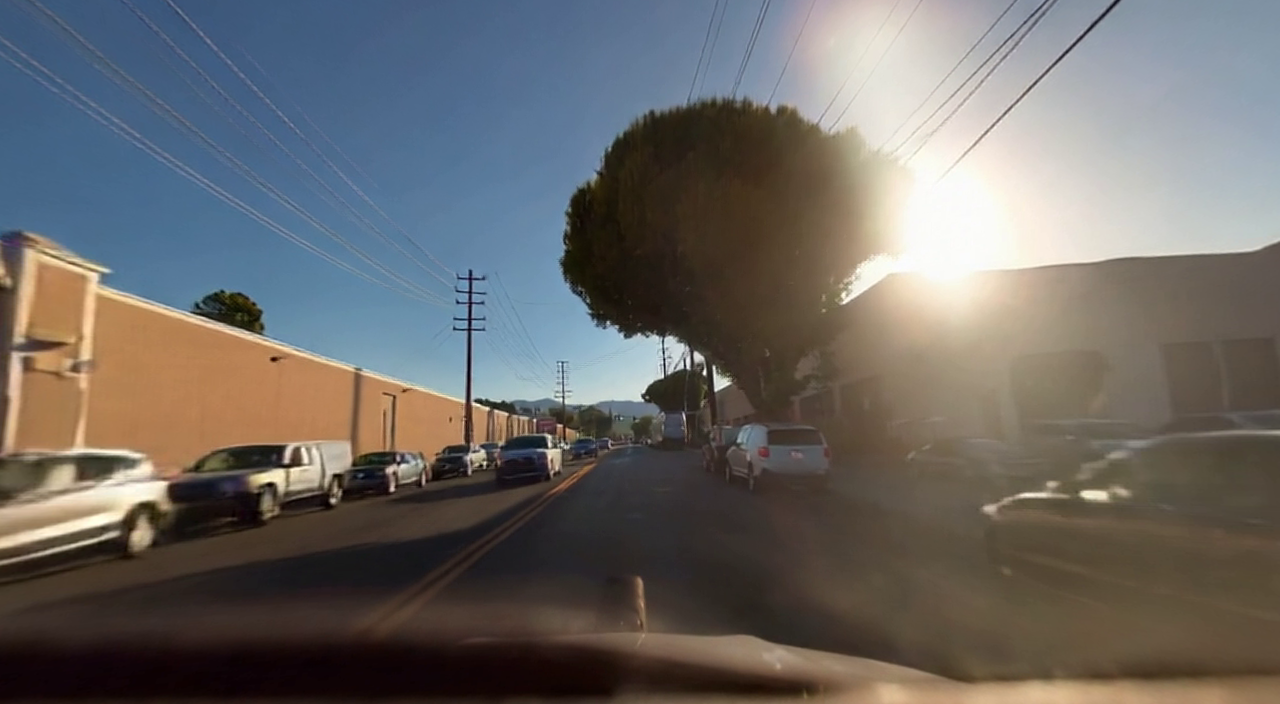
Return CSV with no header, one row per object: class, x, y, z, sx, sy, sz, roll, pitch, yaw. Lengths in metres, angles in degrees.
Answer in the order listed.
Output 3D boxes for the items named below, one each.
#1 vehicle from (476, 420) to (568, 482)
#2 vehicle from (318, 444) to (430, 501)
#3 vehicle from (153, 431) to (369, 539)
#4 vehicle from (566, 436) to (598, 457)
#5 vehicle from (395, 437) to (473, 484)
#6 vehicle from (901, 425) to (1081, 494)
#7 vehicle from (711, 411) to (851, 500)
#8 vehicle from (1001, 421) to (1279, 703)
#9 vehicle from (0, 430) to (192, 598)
vehicle,-4.183,3.615,23.528,2.275,1.999,5.723,0,-8,0
vehicle,-7.965,3.591,19.370,1.759,1.461,4.308,0,-8,-3
vehicle,-7.769,2.670,13.611,1.933,1.754,4.514,-3,-7,0
vehicle,-4.271,7.037,47.200,1.966,1.482,4.473,0,-8,0
vehicle,-8.257,4.325,25.747,1.903,1.710,4.322,0,-8,-3
vehicle,8.428,2.620,15.709,1.798,1.370,4.191,-2,-8,-4
vehicle,3.494,2.710,17.129,2.218,1.956,5.916,0,-8,-2
vehicle,4.132,1.077,3.194,1.919,1.453,4.425,0,-8,-1
vehicle,-7.932,1.820,7.395,2.194,1.775,4.482,0,-8,-2
